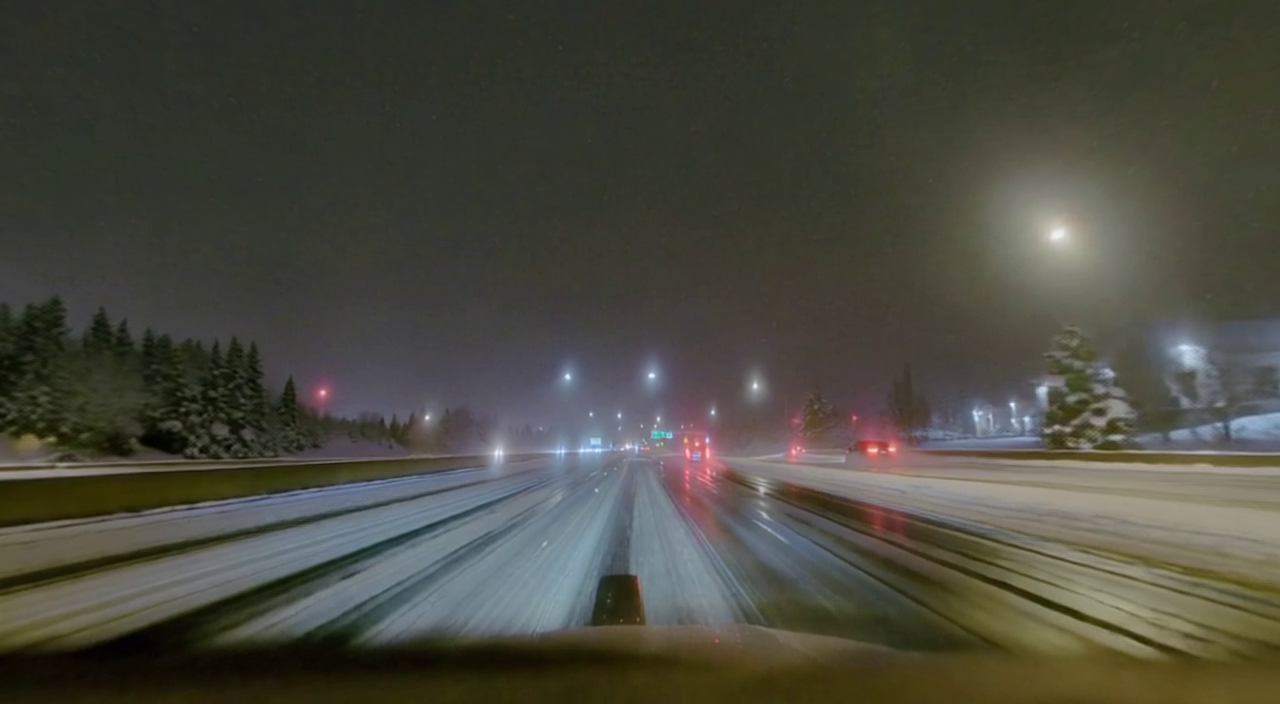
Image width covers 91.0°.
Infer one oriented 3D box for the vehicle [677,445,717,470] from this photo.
[{"bbox_3d":[3.532,6.642,39.834,2.033,1.501,4.398,0,-9,-1],"label":"vehicle"}]
